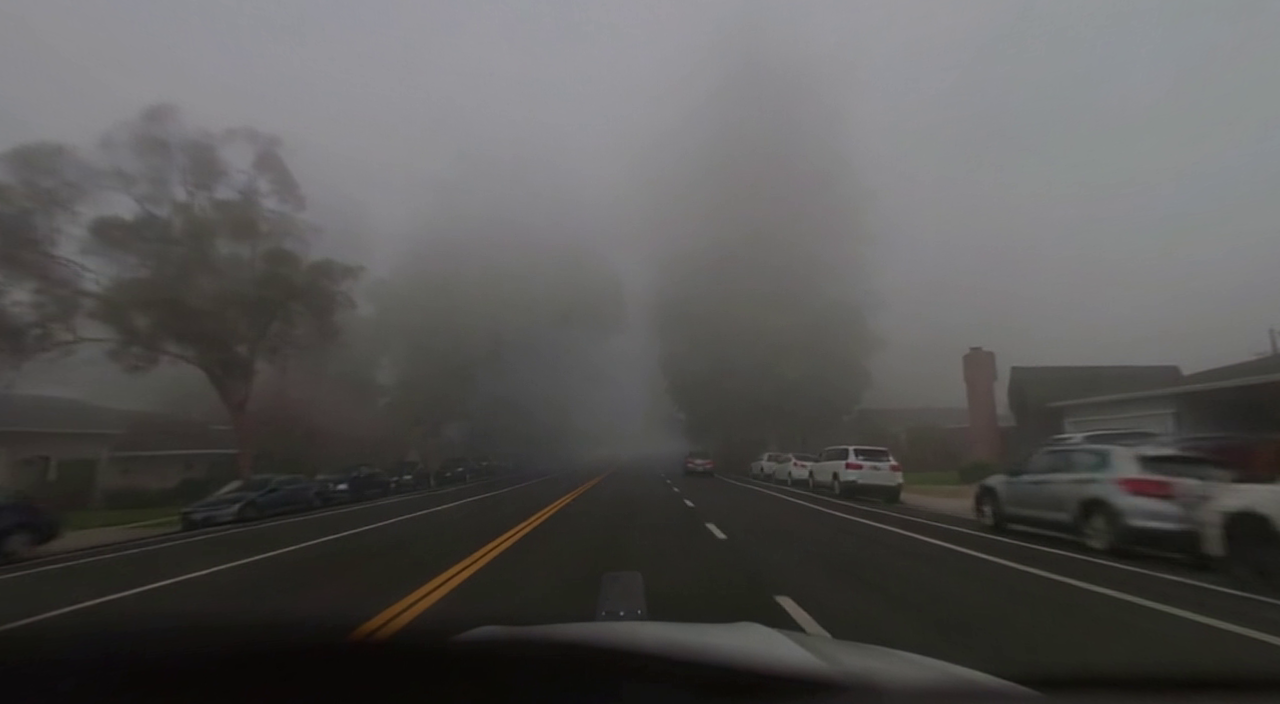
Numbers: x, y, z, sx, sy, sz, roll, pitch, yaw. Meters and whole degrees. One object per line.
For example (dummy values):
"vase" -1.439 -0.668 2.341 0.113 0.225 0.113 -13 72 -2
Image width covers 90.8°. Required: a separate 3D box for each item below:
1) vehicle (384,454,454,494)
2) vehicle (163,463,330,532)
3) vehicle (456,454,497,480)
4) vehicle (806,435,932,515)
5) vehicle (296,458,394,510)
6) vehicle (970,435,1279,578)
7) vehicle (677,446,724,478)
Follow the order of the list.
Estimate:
"vehicle" -11.524 6.356 33.353 2.049 1.848 4.693 0 -8 -1
"vehicle" -11.771 4.339 19.458 1.888 1.668 5.052 0 -8 0
"vehicle" -12.232 8.614 47.587 2.032 1.773 4.471 0 -8 -2
"vehicle" 7.237 3.898 20.659 2.081 2.286 4.941 0 -8 -2
"vehicle" -11.629 5.199 25.255 1.921 1.770 4.265 0 -8 -1
"vehicle" 7.549 2.248 10.129 1.979 1.754 4.370 0 -8 -3
"vehicle" 3.191 5.924 34.373 1.951 1.620 4.582 0 -8 -2
